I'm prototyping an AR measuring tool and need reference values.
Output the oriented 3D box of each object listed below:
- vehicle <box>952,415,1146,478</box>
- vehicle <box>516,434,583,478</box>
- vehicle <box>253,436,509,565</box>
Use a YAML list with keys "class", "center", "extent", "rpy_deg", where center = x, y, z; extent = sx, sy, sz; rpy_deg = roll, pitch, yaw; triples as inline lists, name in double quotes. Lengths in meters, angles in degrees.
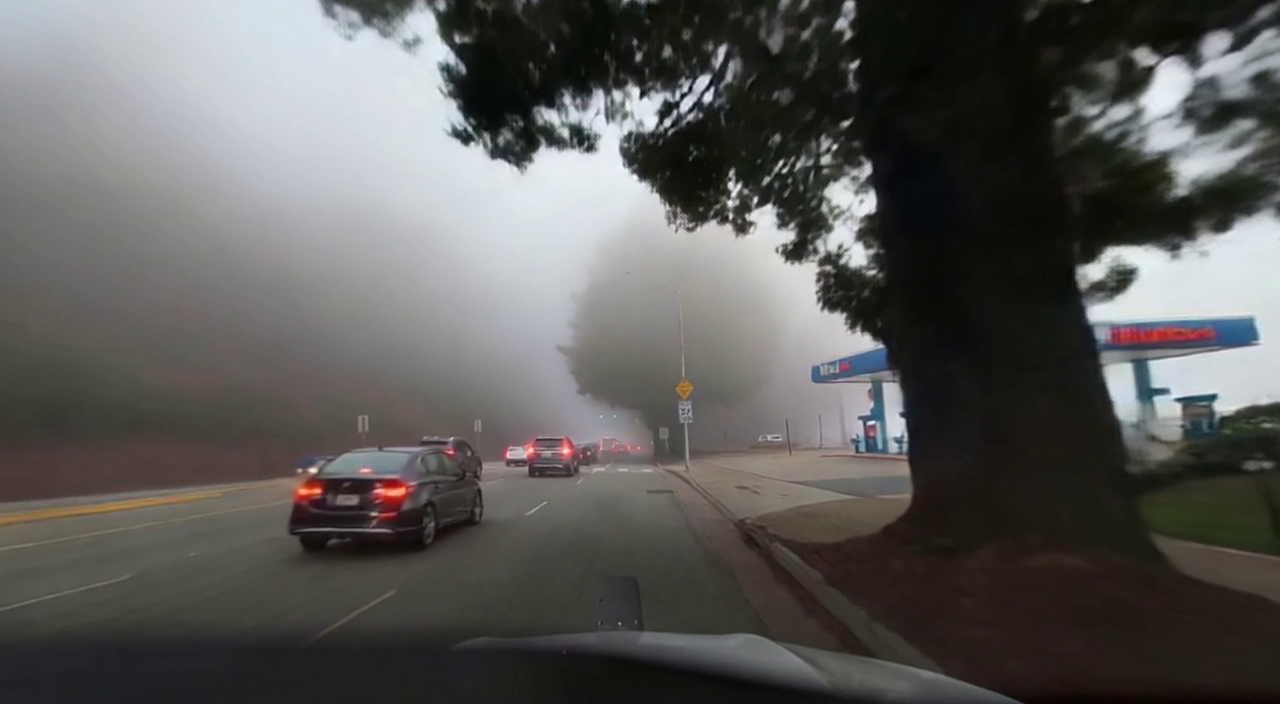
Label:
- class: "vehicle"
  center: [12.193, 2.841, 19.045]
  extent: [4.385, 1.439, 1.912]
  rpy_deg: [-5, -7, 4]
- class: "vehicle"
  center: [-3.988, 4.671, 28.534]
  extent: [2.306, 1.815, 4.476]
  rpy_deg: [0, -9, 1]
- class: "vehicle"
  center: [-3.408, 2.022, 9.377]
  extent: [1.888, 1.452, 4.303]
  rpy_deg: [-1, -9, 2]
